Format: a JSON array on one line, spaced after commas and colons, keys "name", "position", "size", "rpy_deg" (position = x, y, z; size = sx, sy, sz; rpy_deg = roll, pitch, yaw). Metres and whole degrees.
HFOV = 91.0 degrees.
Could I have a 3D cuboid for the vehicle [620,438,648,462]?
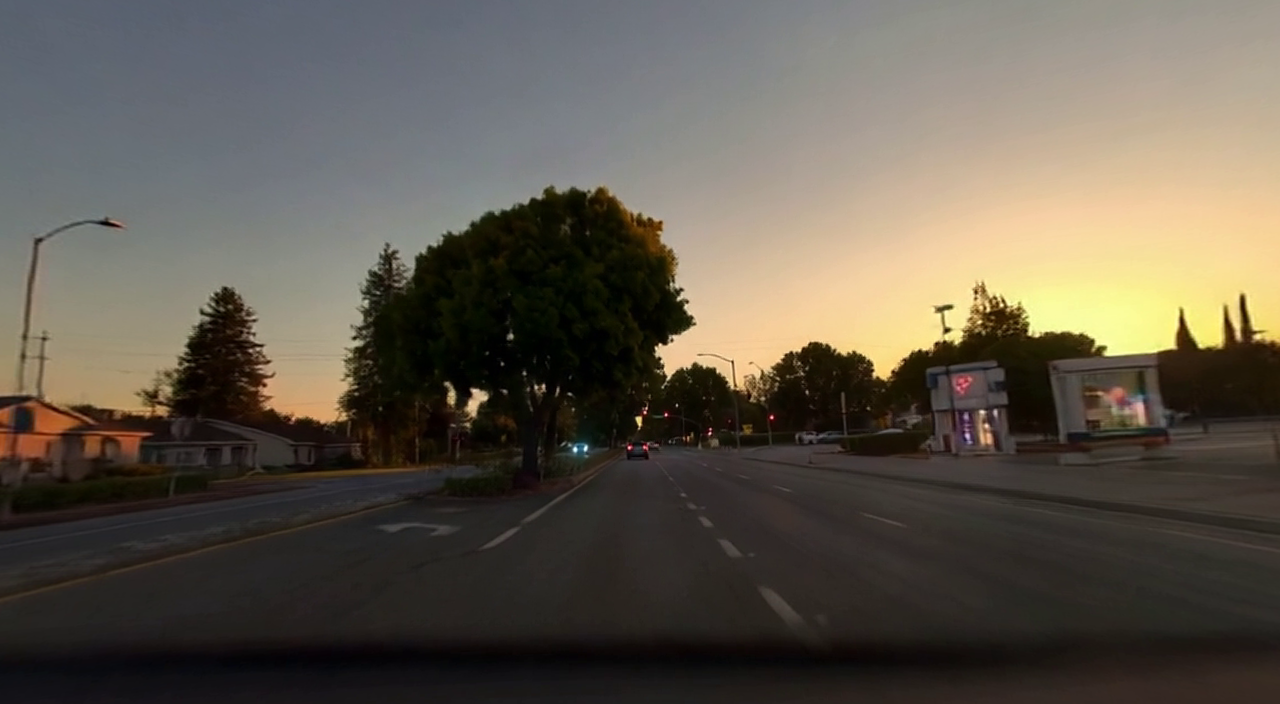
[{"name": "vehicle", "position": [-0.480, 7.719, 49.531], "size": [2.146, 1.742, 4.095], "rpy_deg": [0, -9, -1]}]
